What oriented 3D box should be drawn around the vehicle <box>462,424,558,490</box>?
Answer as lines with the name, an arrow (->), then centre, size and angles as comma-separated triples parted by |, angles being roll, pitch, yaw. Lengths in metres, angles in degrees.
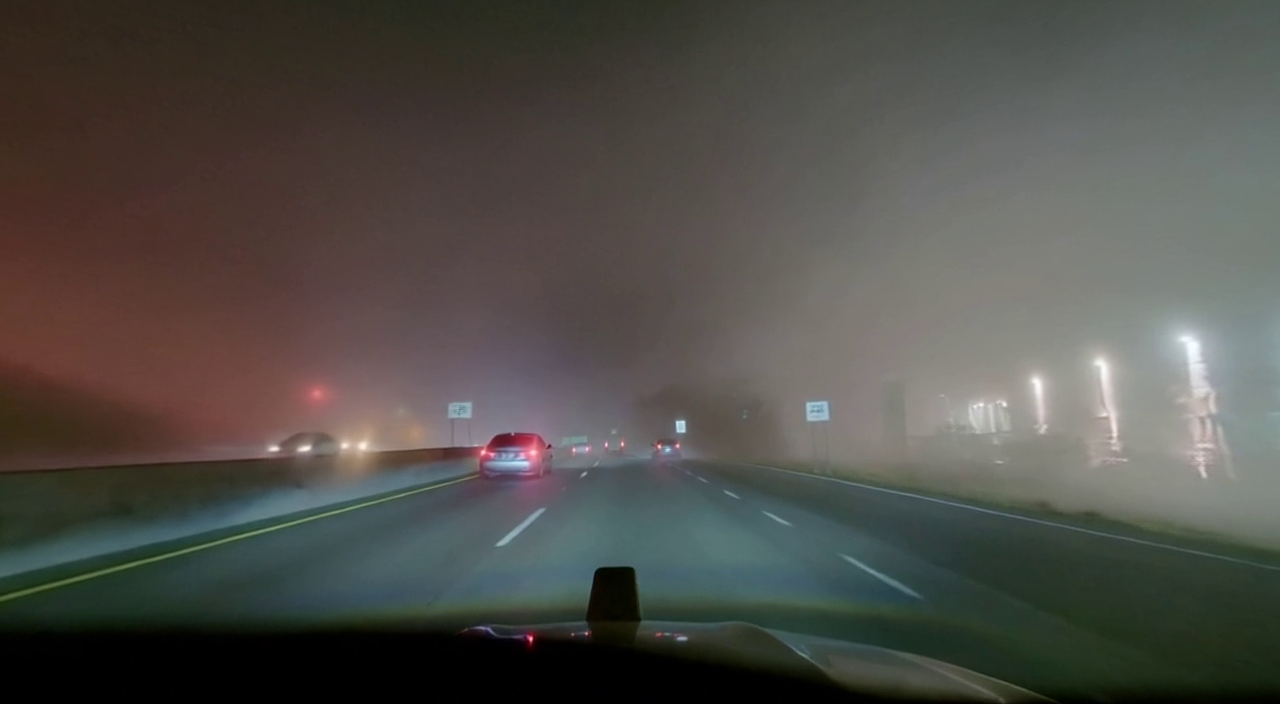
vehicle -> -3.744, 3.103, 19.006 | 2.080, 1.733, 4.410 | 0, -8, -2

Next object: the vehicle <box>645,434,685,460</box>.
vehicle -> 1.628, 6.346, 42.175 | 2.078, 1.608, 3.982 | 0, -8, -6

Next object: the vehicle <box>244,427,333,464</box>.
vehicle -> -16.032, 4.280, 28.990 | 1.908, 1.549, 4.202 | 0, -8, -4
